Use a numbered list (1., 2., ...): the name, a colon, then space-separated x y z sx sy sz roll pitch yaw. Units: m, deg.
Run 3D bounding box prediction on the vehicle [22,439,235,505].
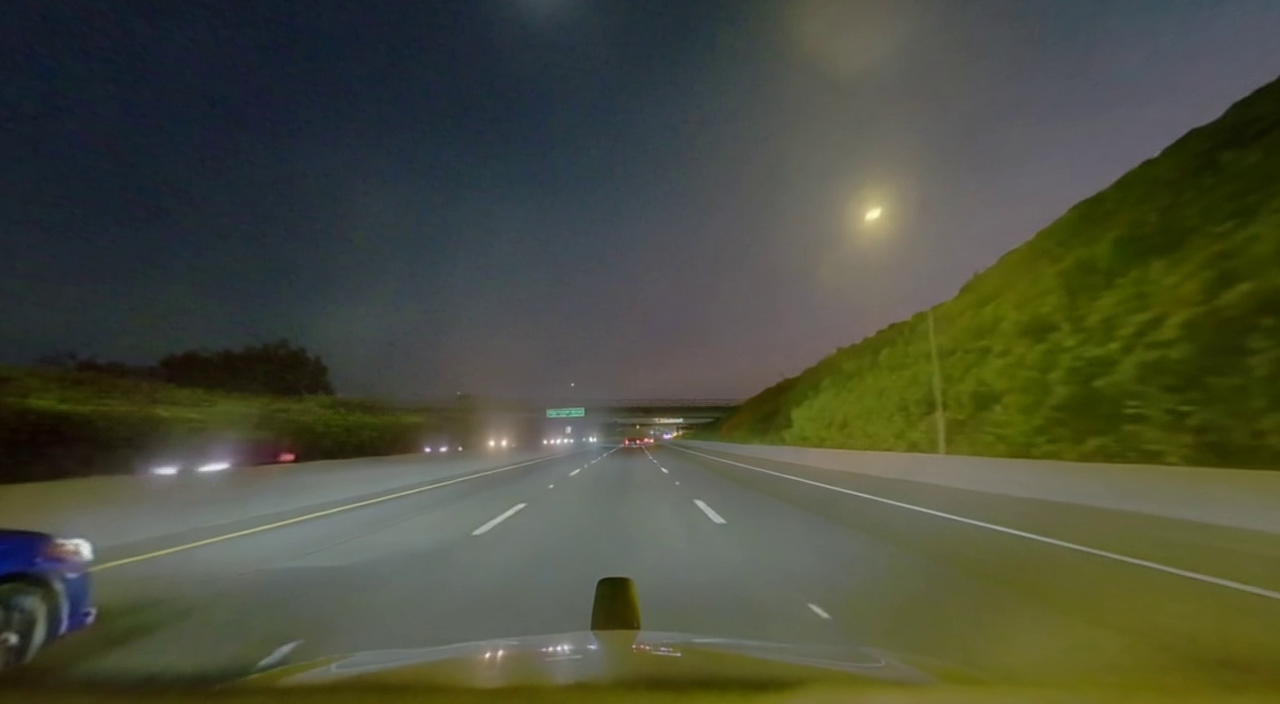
1. vehicle: -12.762 2.957 16.194 1.931 1.431 4.313 0 -8 -1
